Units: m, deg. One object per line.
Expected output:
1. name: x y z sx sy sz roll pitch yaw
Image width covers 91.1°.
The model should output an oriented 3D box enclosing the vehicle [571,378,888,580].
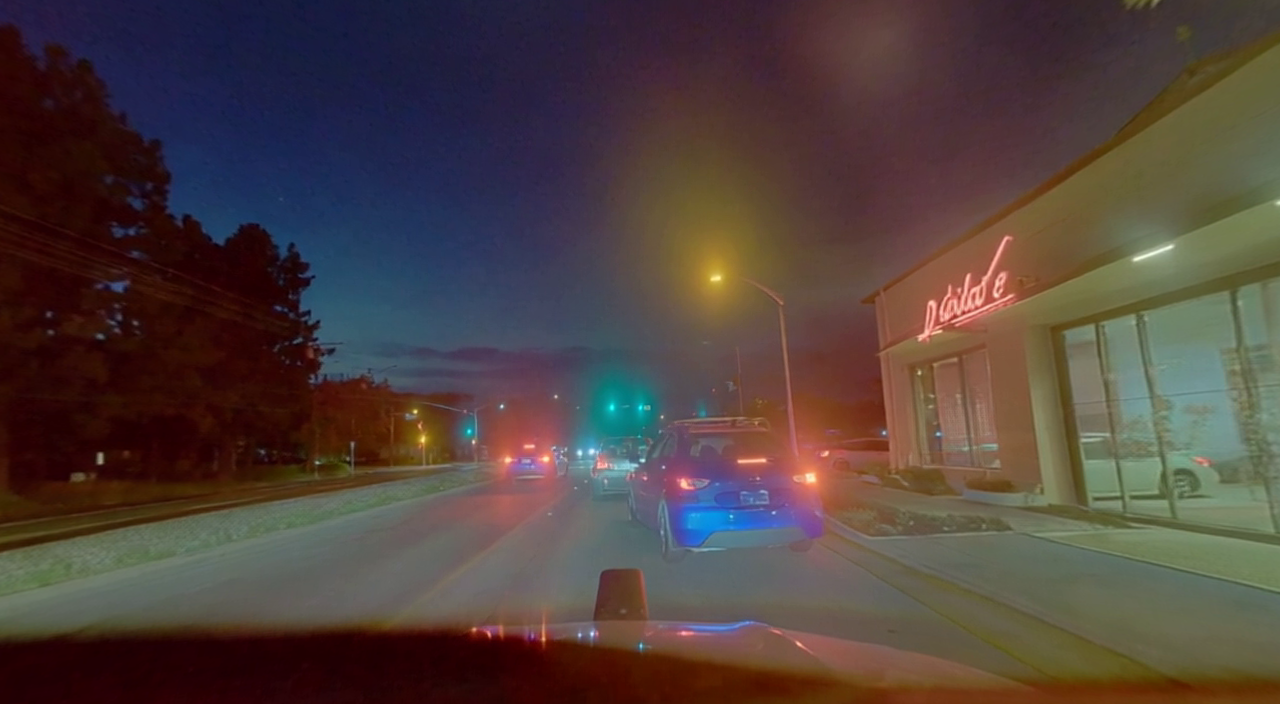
1. vehicle: 0.805 1.605 8.703 2.052 1.955 4.642 4 -9 -25

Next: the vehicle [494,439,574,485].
1. vehicle: -3.694 3.929 22.773 2.026 1.466 4.282 0 -8 2

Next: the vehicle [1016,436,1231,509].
1. vehicle: 12.231 3.052 16.093 3.871 1.525 1.835 -3 -9 0
